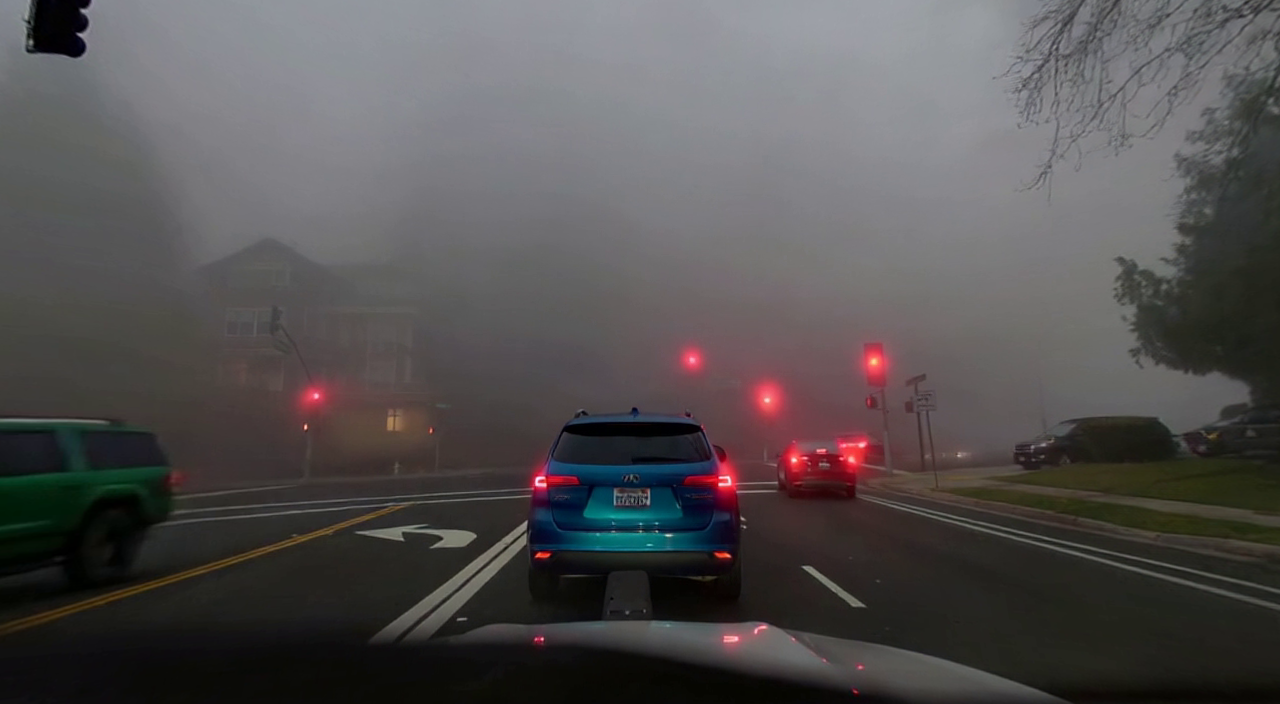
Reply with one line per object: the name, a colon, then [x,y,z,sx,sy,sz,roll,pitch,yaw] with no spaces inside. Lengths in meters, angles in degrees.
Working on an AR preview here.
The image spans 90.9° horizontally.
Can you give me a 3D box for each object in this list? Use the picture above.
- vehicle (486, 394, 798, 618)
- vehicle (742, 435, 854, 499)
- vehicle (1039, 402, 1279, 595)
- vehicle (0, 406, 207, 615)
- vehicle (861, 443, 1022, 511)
vehicle: [0.044,1.477,6.979,2.322,1.667,4.367,0,-8,1]
vehicle: [4.220,3.145,17.729,2.077,1.527,4.755,0,-8,2]
vehicle: [7.016,1.537,7.045,1.989,1.791,4.735,0,-8,0]
vehicle: [-6.635,1.369,5.382,2.059,1.797,4.824,-1,-8,6]
vehicle: [7.275,3.014,15.821,1.860,1.436,4.479,0,-8,0]
